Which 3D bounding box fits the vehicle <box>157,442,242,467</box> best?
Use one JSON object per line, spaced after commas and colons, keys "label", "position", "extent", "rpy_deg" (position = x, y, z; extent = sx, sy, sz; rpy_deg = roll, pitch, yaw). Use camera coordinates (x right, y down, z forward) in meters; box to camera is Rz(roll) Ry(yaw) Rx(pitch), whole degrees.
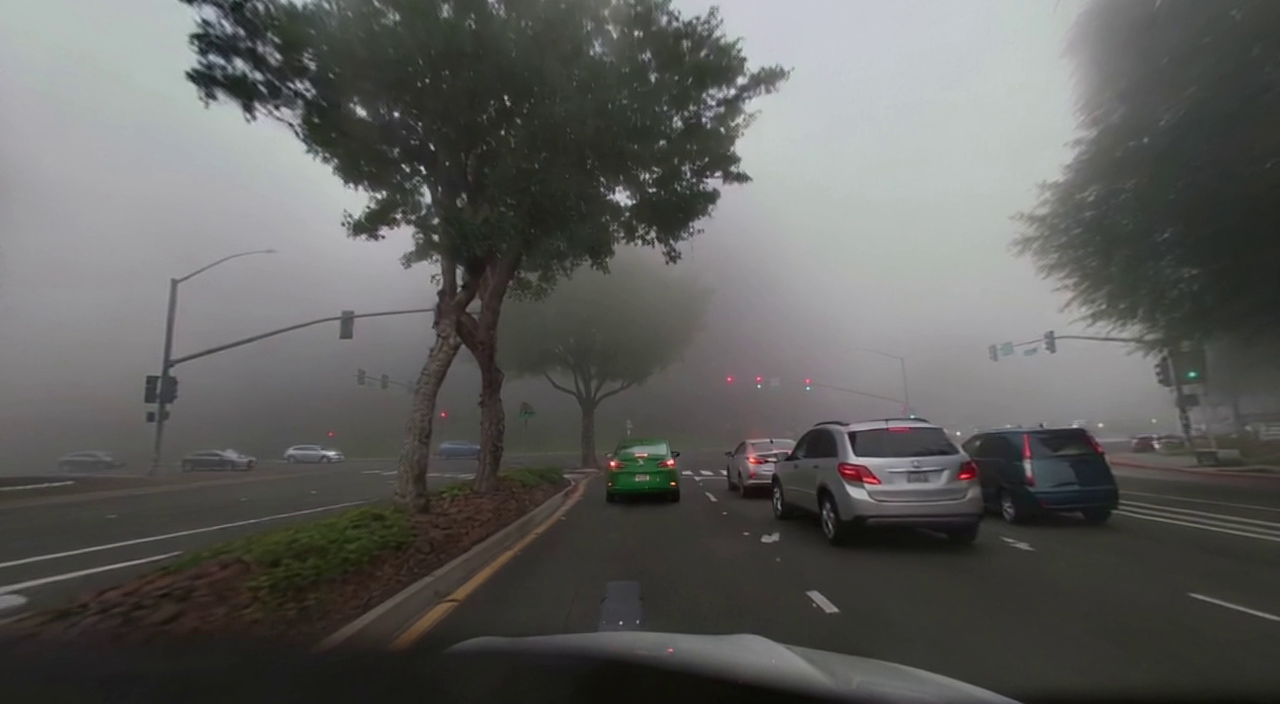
{"label": "vehicle", "position": [-29.954, 6.942, 43.003], "extent": [4.517, 1.637, 1.935], "rpy_deg": [-1, -9, 8]}

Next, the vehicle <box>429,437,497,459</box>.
{"label": "vehicle", "position": [-12.457, 6.798, 44.627], "extent": [4.076, 1.498, 2.175], "rpy_deg": [0, -9, 1]}

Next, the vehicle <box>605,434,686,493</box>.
{"label": "vehicle", "position": [0.187, 3.107, 17.960], "extent": [2.026, 1.458, 4.175], "rpy_deg": [0, -9, 1]}

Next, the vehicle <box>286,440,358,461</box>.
{"label": "vehicle", "position": [-24.444, 7.588, 48.602], "extent": [4.670, 1.542, 1.861], "rpy_deg": [-1, -9, 8]}

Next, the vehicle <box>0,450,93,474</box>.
{"label": "vehicle", "position": [-38.530, 7.126, 40.973], "extent": [4.630, 1.441, 1.923], "rpy_deg": [-1, -9, 9]}

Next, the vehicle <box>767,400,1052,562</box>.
{"label": "vehicle", "position": [3.478, 1.796, 9.523], "extent": [2.111, 1.780, 4.990], "rpy_deg": [0, -9, 1]}

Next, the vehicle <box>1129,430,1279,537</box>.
{"label": "vehicle", "position": [10.332, 2.016, 9.830], "extent": [1.919, 1.549, 4.452], "rpy_deg": [0, -9, 1]}
